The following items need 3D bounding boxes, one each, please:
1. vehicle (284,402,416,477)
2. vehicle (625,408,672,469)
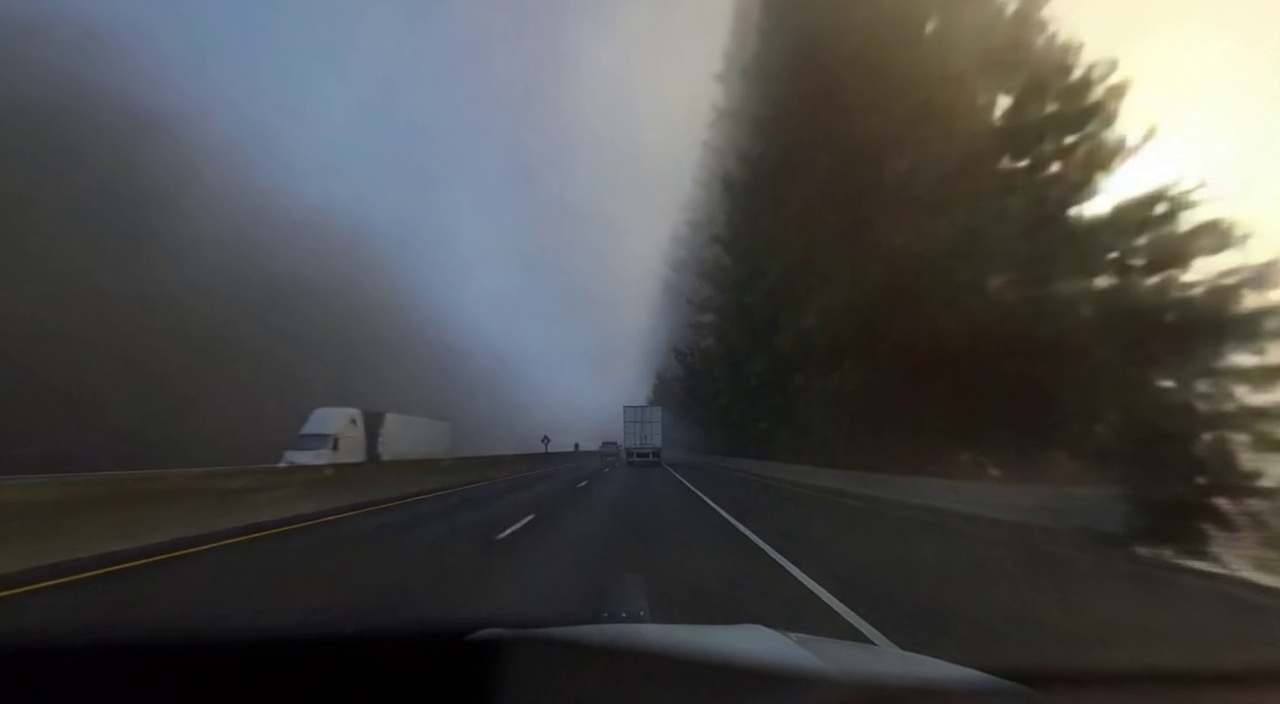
[{"bbox_3d":[-16.662,5.256,37.343,2.927,3.858,10.028,0,-9,0],"label":"vehicle"},{"bbox_3d":[0.505,6.472,46.569,3.024,3.965,10.399,0,-9,-1],"label":"vehicle"}]
